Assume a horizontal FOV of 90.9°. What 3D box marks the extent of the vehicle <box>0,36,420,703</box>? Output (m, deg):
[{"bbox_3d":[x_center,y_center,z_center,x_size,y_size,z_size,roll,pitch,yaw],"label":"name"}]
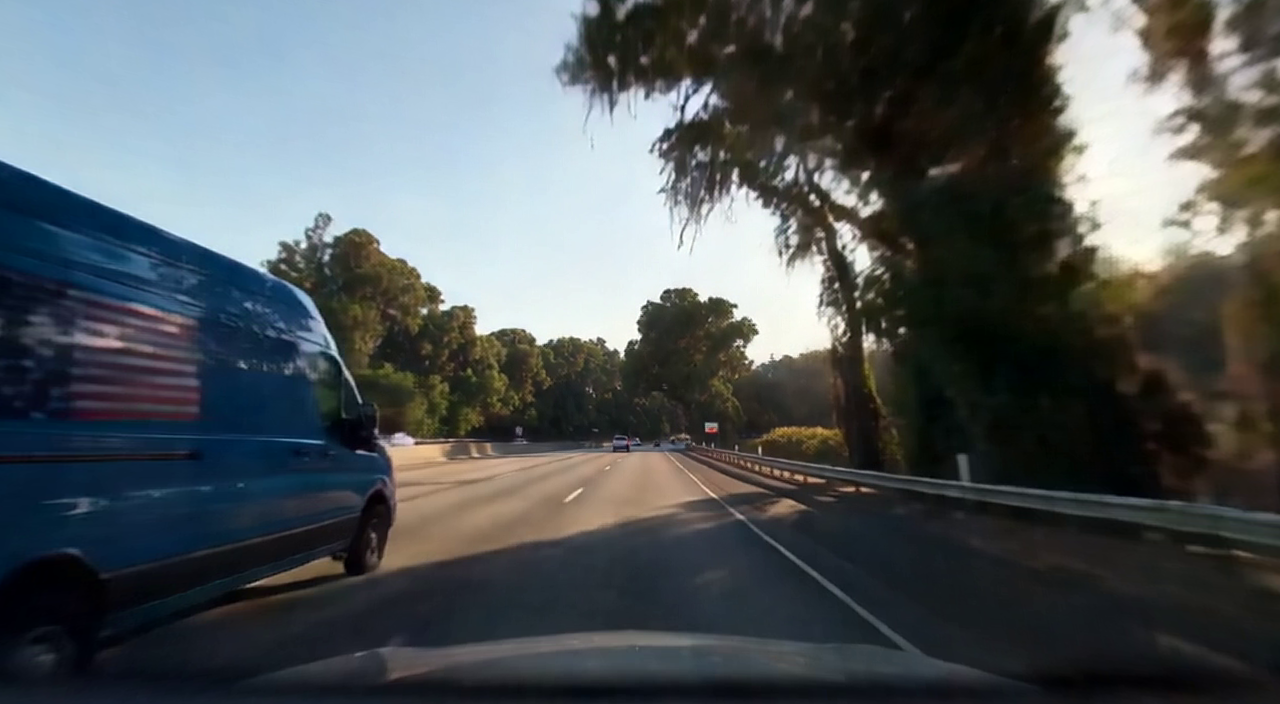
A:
[{"bbox_3d":[-3.733,0.407,4.227,2.319,2.883,5.632,0,-8,1],"label":"vehicle"}]
